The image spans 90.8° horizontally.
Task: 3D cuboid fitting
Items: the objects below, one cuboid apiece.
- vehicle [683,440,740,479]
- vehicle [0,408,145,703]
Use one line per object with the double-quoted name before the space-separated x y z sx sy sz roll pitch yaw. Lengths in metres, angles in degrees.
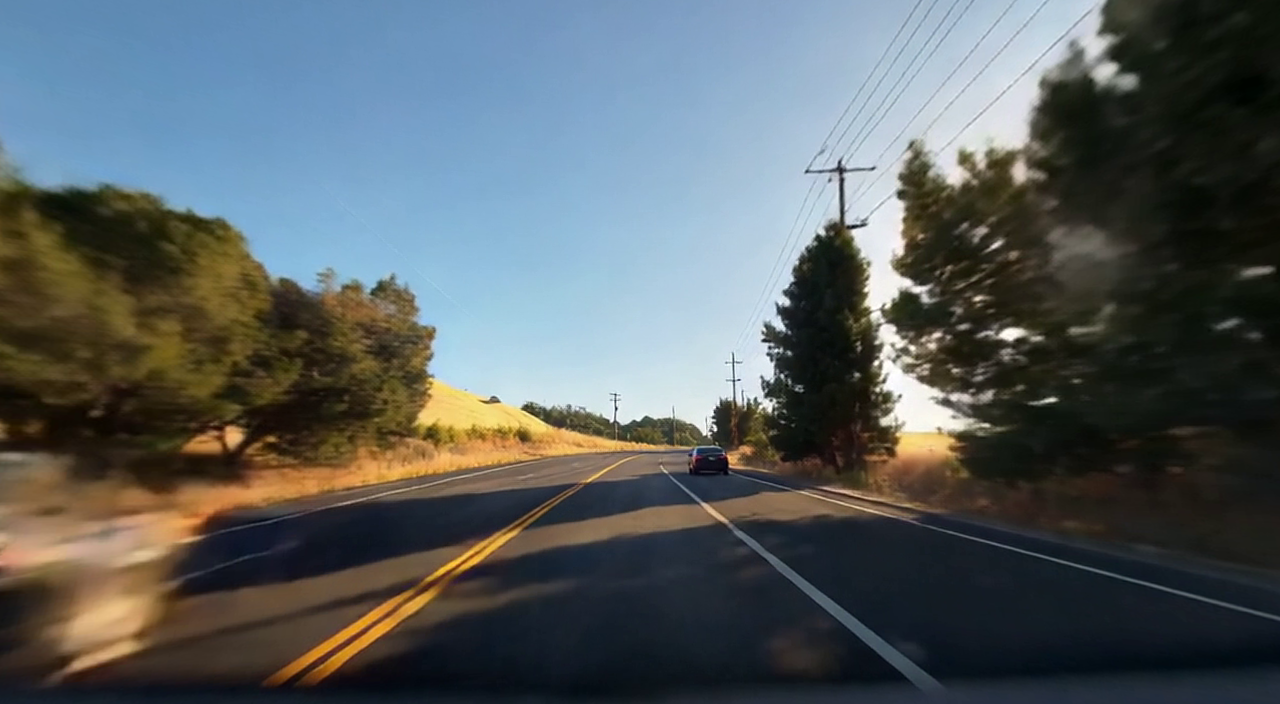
"vehicle" 3.289 5.021 29.749 2.135 1.692 4.185 0 -9 -1
"vehicle" -4.283 0.848 1.880 2.022 1.506 4.438 0 -9 0
